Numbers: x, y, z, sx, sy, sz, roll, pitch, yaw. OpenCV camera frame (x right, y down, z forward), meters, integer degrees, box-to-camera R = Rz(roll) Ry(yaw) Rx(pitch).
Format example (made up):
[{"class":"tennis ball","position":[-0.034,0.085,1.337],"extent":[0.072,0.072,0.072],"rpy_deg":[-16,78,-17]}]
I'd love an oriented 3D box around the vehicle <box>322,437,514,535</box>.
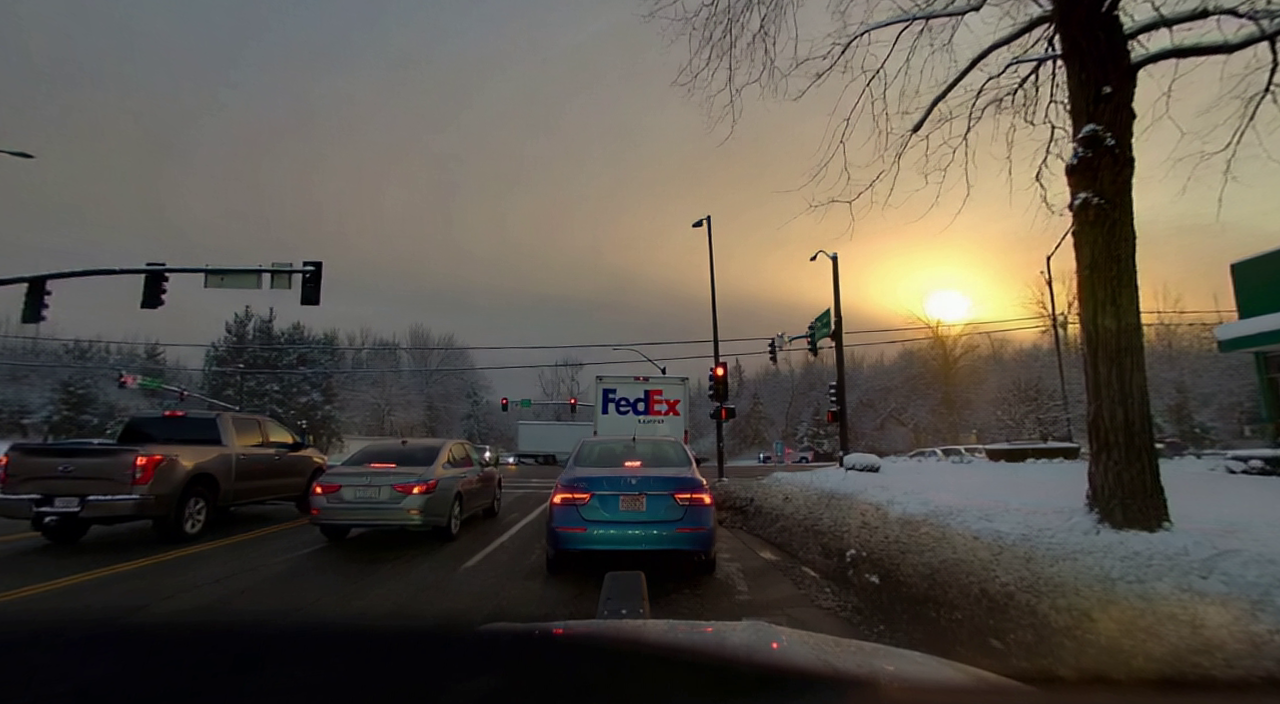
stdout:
[{"class":"vehicle","position":[-3.873,2.397,11.929],"extent":[1.949,1.487,4.390],"rpy_deg":[0,-9,1]}]

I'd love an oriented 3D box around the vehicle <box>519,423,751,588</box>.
[{"class":"vehicle","position":[-0.051,1.746,8.011],"extent":[2.145,1.513,4.269],"rpy_deg":[0,-9,0]}]

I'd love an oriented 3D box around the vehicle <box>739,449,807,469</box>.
[{"class":"vehicle","position":[10.274,8.282,48.650],"extent":[4.841,1.494,1.829],"rpy_deg":[1,-9,-5]}]

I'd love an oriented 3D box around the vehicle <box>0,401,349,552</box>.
[{"class":"vehicle","position":[-7.289,1.981,10.730],"extent":[2.125,1.893,5.498],"rpy_deg":[0,-9,-2]}]
